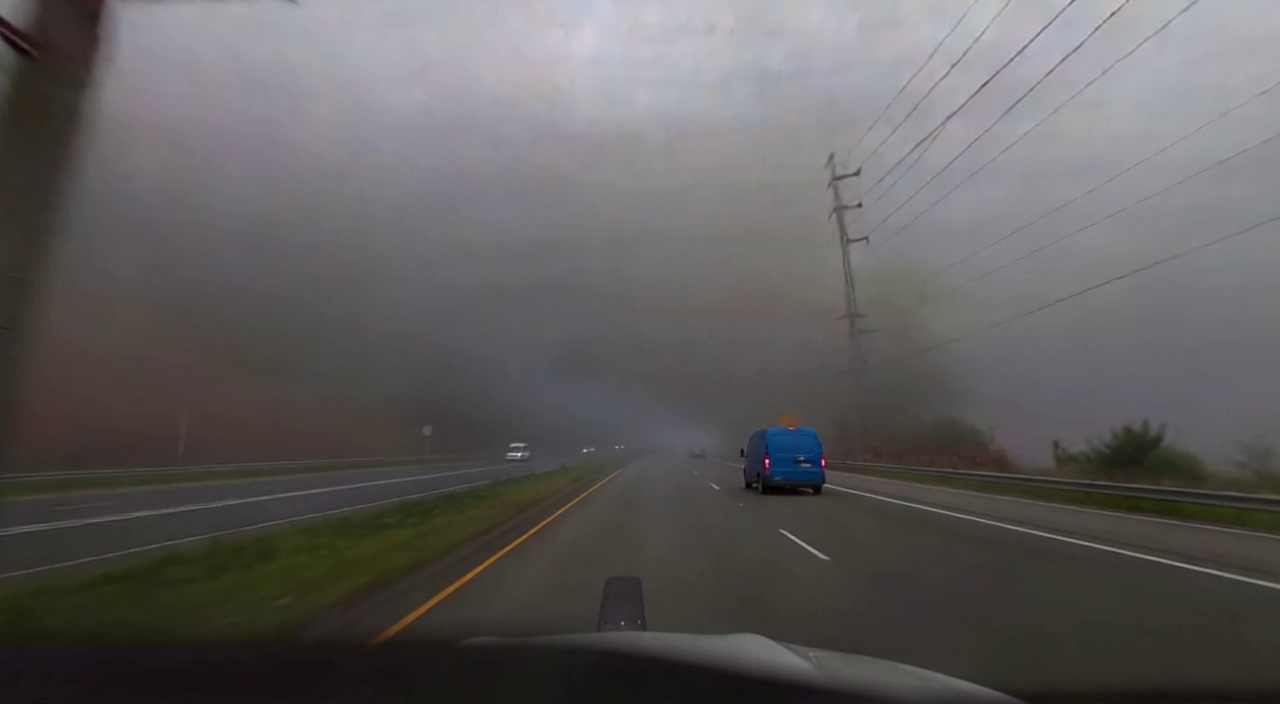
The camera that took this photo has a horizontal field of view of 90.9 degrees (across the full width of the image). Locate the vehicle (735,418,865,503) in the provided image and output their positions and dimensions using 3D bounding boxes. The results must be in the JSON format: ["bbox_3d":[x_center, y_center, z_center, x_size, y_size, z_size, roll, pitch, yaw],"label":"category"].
[{"bbox_3d":[4.173,2.963,17.483,2.261,1.969,5.104,0,-9,0],"label":"vehicle"}]
